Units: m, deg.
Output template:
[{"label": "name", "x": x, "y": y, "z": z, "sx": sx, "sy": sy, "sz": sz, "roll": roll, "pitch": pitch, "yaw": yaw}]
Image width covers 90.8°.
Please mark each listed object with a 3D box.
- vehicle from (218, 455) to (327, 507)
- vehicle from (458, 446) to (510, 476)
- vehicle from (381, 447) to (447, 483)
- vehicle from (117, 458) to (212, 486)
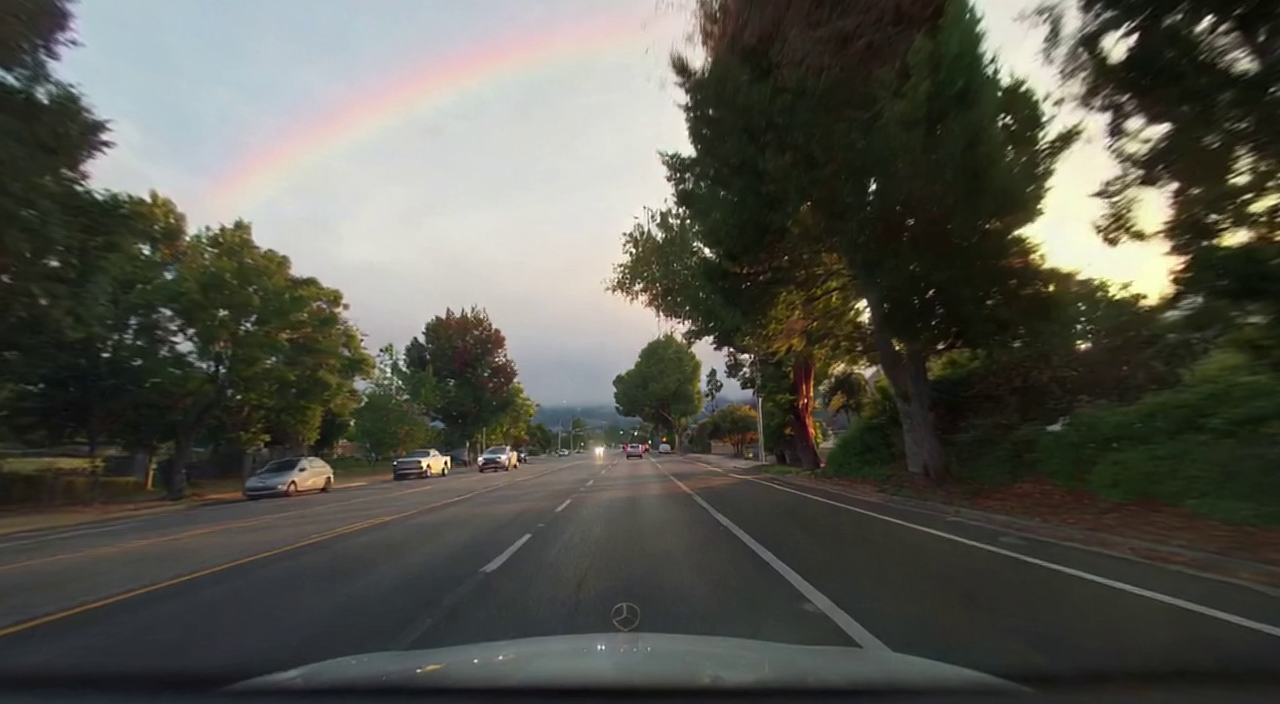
[{"label": "vehicle", "x": -14.547, "y": 5.080, "z": 25.330, "sx": 2.054, "sy": 1.630, "sz": 4.211, "roll": -4, "pitch": -7, "yaw": -3}, {"label": "vehicle", "x": -10.061, "y": 7.086, "z": 41.300, "sx": 2.110, "sy": 1.811, "sz": 5.190, "roll": -1, "pitch": -9, "yaw": 0}, {"label": "vehicle", "x": -14.439, "y": 7.201, "z": 40.750, "sx": 2.251, "sy": 1.972, "sz": 5.672, "roll": -4, "pitch": -8, "yaw": -1}, {"label": "vehicle", "x": -26.834, "y": 6.760, "z": 35.692, "sx": 4.284, "sy": 1.431, "sz": 1.878, "roll": -3, "pitch": -9, "yaw": 14}]
